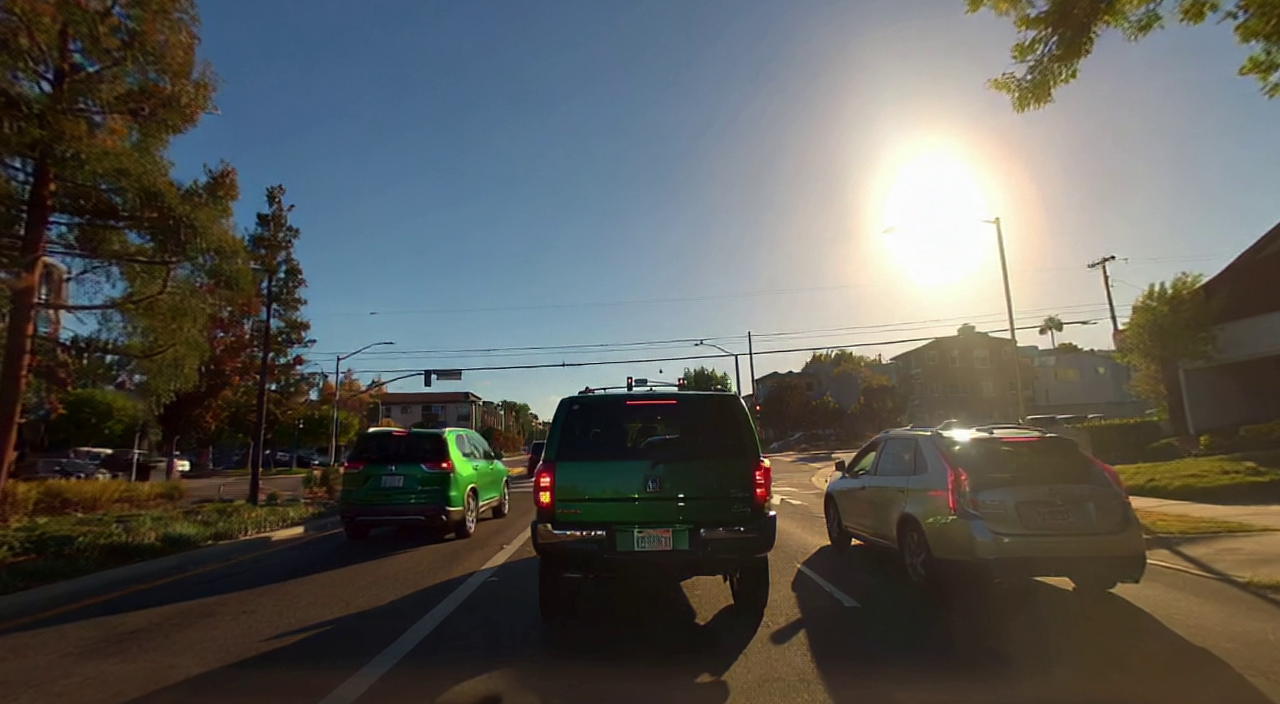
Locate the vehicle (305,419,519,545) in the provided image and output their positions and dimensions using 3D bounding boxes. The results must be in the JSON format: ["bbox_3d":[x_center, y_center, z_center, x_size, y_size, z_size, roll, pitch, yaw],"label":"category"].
[{"bbox_3d":[-3.399,2.021,10.410,1.961,1.639,4.064,0,-9,0],"label":"vehicle"}]

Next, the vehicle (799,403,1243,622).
[{"bbox_3d":[3.473,1.551,7.054,2.202,1.657,4.298,0,-9,-1],"label":"vehicle"}]

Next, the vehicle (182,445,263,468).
[{"bbox_3d":[-30.002,7.511,45.459,4.403,1.532,1.914,0,-8,-3],"label":"vehicle"}]

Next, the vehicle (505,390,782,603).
[{"bbox_3d":[0.017,1.491,7.261,2.294,1.761,3.857,0,-9,0],"label":"vehicle"}]

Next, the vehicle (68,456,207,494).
[{"bbox_3d":[-22.200,5.418,28.220,2.312,1.443,4.684,0,-9,0],"label":"vehicle"}]
